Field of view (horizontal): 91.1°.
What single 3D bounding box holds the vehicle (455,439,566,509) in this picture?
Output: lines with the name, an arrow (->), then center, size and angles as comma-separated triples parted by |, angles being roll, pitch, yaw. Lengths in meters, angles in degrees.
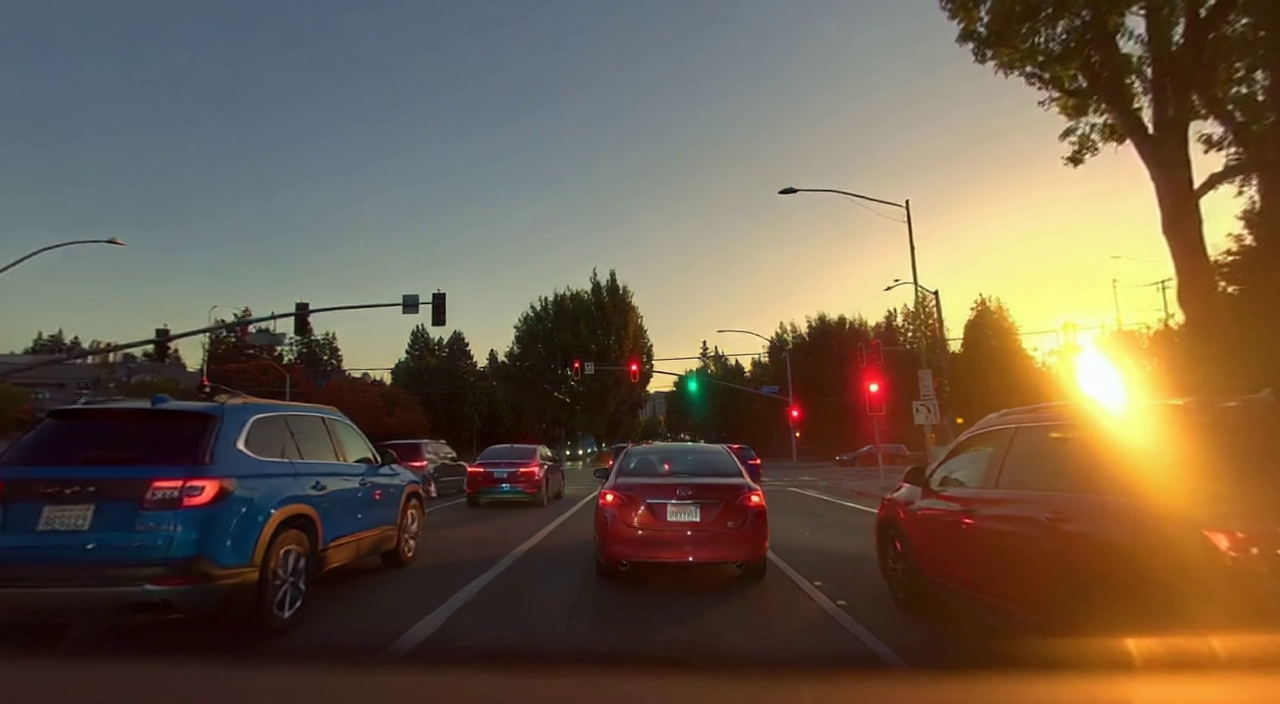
vehicle -> -3.079, 2.981, 15.813 | 1.868, 1.516, 4.114 | 0, -8, 1

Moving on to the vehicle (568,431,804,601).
vehicle -> 0.371, 1.718, 7.477 | 2.051, 1.460, 3.932 | 0, -8, -1

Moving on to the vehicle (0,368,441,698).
vehicle -> -3.453, 1.284, 5.600 | 1.889, 1.767, 4.289 | 0, -8, 1

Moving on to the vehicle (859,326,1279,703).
vehicle -> 3.088, 1.055, 3.837 | 1.880, 1.747, 4.500 | 0, -8, 0
